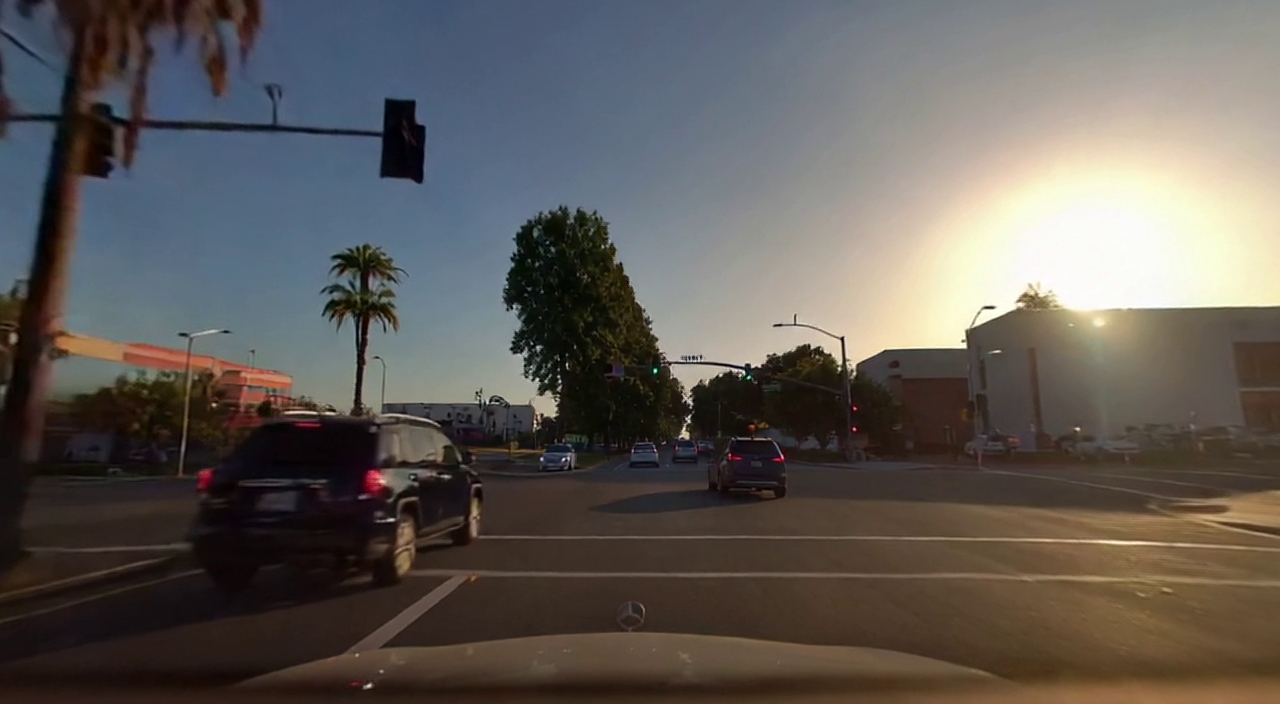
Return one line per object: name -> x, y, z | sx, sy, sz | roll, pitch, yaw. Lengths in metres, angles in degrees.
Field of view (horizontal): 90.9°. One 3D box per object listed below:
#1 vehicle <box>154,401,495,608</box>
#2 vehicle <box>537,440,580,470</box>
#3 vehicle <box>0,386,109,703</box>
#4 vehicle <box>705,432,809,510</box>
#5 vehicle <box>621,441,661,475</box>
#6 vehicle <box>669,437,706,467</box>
vehicle -> -3.320, 1.679, 7.888 | 1.972, 1.827, 4.433 | 0, -8, 0
vehicle -> -5.300, 6.768, 41.529 | 2.126, 1.790, 4.332 | 2, -8, 1
vehicle -> -3.280, 0.680, 0.595 | 1.788, 1.600, 4.298 | 0, -8, 0
vehicle -> 2.857, 2.979, 16.235 | 1.872, 1.752, 3.896 | 0, -8, -1
vehicle -> 0.026, 5.580, 33.441 | 1.991, 1.664, 3.814 | 0, -8, -1
vehicle -> 3.240, 6.964, 43.961 | 2.154, 1.975, 4.634 | 0, -8, -1
